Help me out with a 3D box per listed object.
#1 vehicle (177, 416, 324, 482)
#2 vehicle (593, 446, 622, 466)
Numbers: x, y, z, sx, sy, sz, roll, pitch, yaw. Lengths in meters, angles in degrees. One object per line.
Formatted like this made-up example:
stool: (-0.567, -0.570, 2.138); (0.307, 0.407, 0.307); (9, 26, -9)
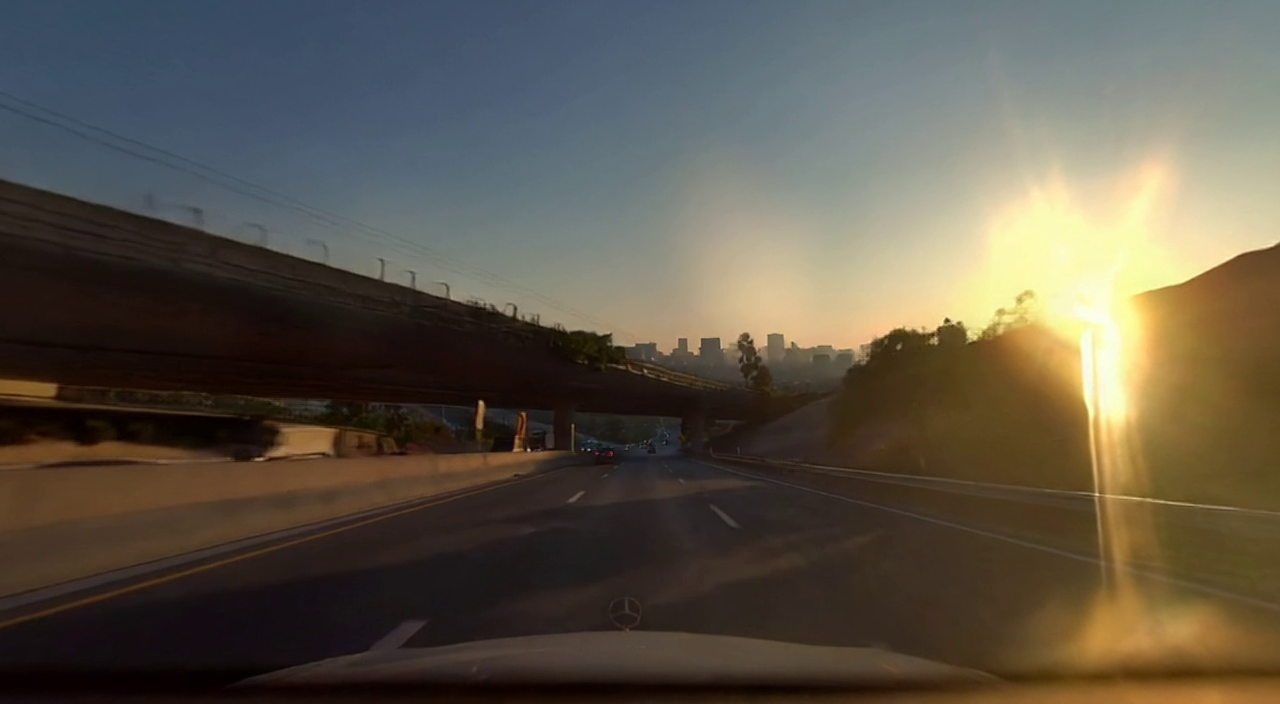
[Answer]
vehicle: (-17.990, 4.580, 29.758); (2.346, 2.689, 7.021); (0, -9, 0)
vehicle: (-2.553, 8.195, 49.904); (1.991, 1.473, 4.707); (0, -9, 1)
